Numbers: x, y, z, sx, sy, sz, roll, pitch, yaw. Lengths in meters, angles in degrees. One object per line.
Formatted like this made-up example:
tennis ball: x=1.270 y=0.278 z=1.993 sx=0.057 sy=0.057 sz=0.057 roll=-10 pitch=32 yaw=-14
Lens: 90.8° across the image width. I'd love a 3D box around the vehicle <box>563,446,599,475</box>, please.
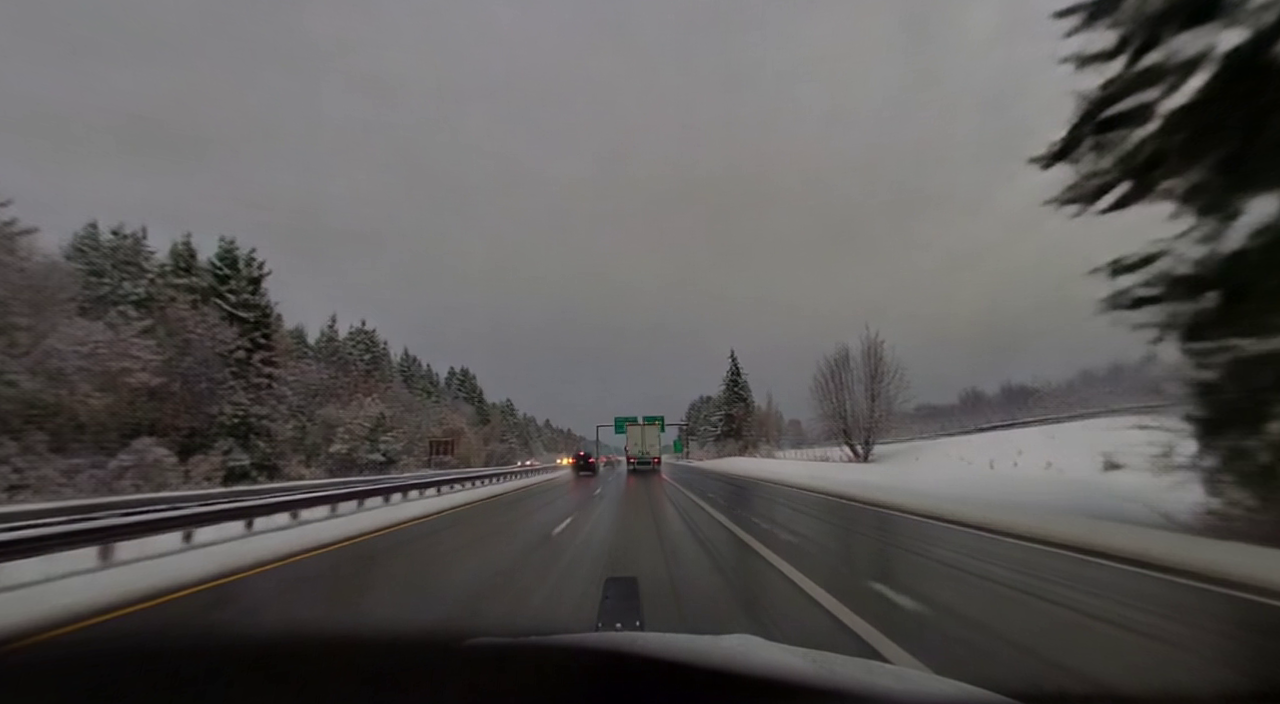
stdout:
vehicle: x=-4.278 y=7.945 z=46.156 sx=2.168 sy=1.980 sz=4.622 roll=0 pitch=-9 yaw=0
